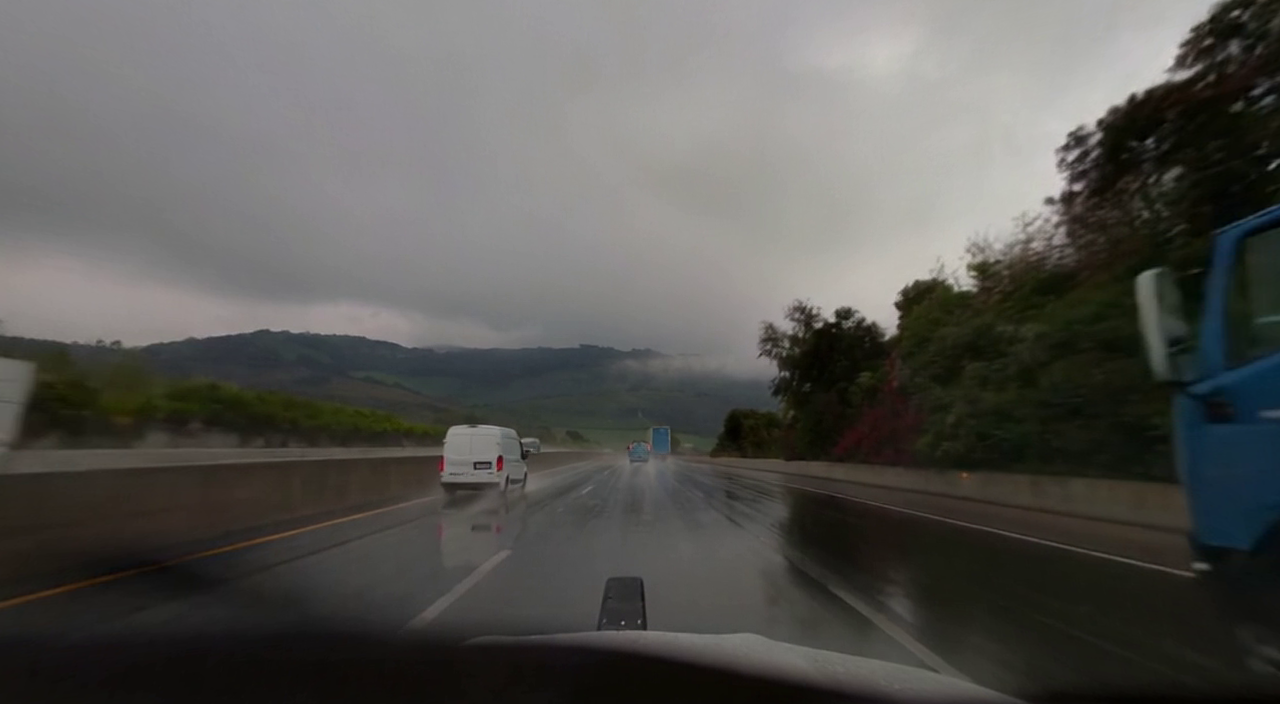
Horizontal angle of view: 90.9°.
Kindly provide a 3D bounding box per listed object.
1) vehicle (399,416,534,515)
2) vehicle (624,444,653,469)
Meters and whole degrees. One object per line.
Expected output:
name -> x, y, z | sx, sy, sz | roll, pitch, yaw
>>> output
vehicle -> -3.959, 2.711, 15.373 | 1.955, 2.004, 4.792 | 0, -9, 0
vehicle -> -0.120, 8.005, 48.340 | 2.166, 1.747, 4.299 | 0, -9, 0
